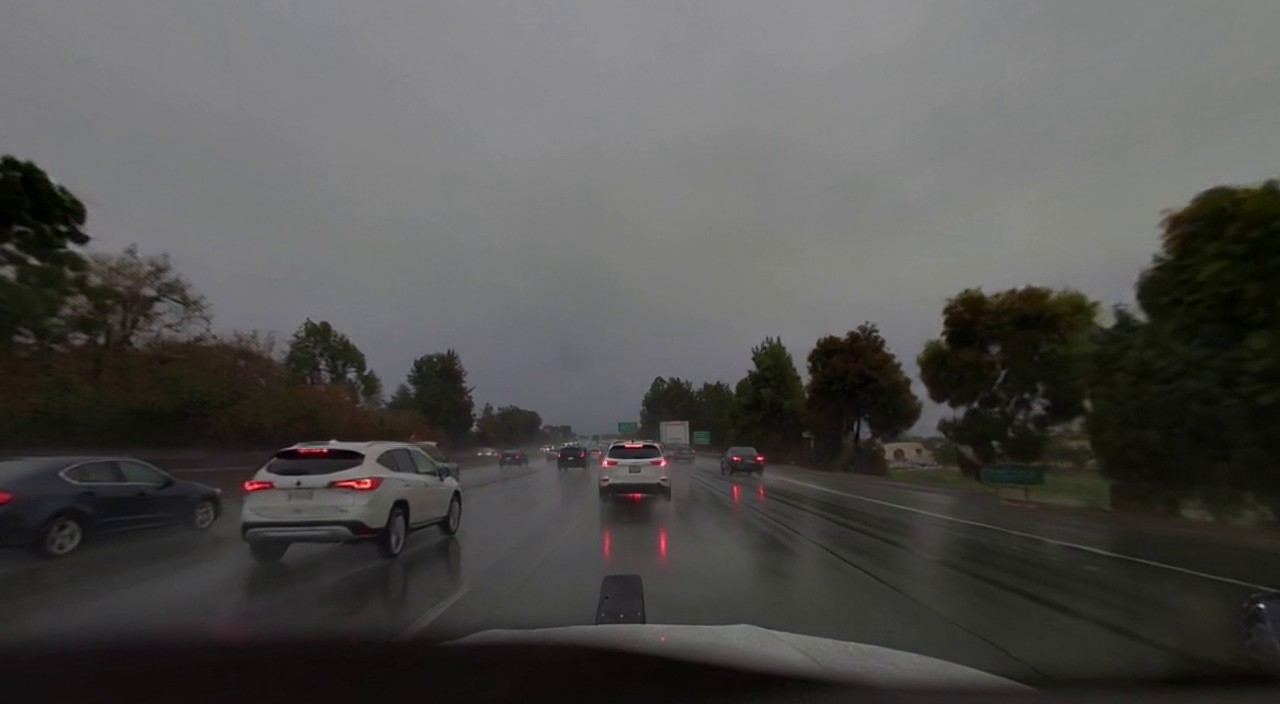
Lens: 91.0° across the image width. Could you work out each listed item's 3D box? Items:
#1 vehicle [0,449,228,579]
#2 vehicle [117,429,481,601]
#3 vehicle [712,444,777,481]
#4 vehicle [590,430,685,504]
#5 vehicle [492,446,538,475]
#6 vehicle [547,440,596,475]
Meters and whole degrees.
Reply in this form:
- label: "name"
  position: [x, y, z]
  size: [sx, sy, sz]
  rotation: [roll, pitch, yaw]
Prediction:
- label: "vehicle"
  position: [-7.946, 2.019, 8.513]
  size: [1.948, 1.391, 4.111]
  rotation: [0, -9, 0]
- label: "vehicle"
  position: [-3.582, 1.773, 7.806]
  size: [2.011, 1.498, 4.341]
  rotation: [0, -9, 1]
- label: "vehicle"
  position: [4.518, 4.832, 27.940]
  size: [2.006, 1.474, 4.669]
  rotation: [0, -9, -1]
- label: "vehicle"
  position: [-0.051, 3.032, 17.004]
  size: [2.223, 1.722, 4.177]
  rotation: [0, -9, 0]
- label: "vehicle"
  position: [-7.443, 6.457, 37.839]
  size: [1.931, 1.617, 4.060]
  rotation: [0, -9, 0]
- label: "vehicle"
  position: [-3.648, 5.742, 34.500]
  size: [2.142, 1.808, 4.266]
  rotation: [0, -9, 1]
